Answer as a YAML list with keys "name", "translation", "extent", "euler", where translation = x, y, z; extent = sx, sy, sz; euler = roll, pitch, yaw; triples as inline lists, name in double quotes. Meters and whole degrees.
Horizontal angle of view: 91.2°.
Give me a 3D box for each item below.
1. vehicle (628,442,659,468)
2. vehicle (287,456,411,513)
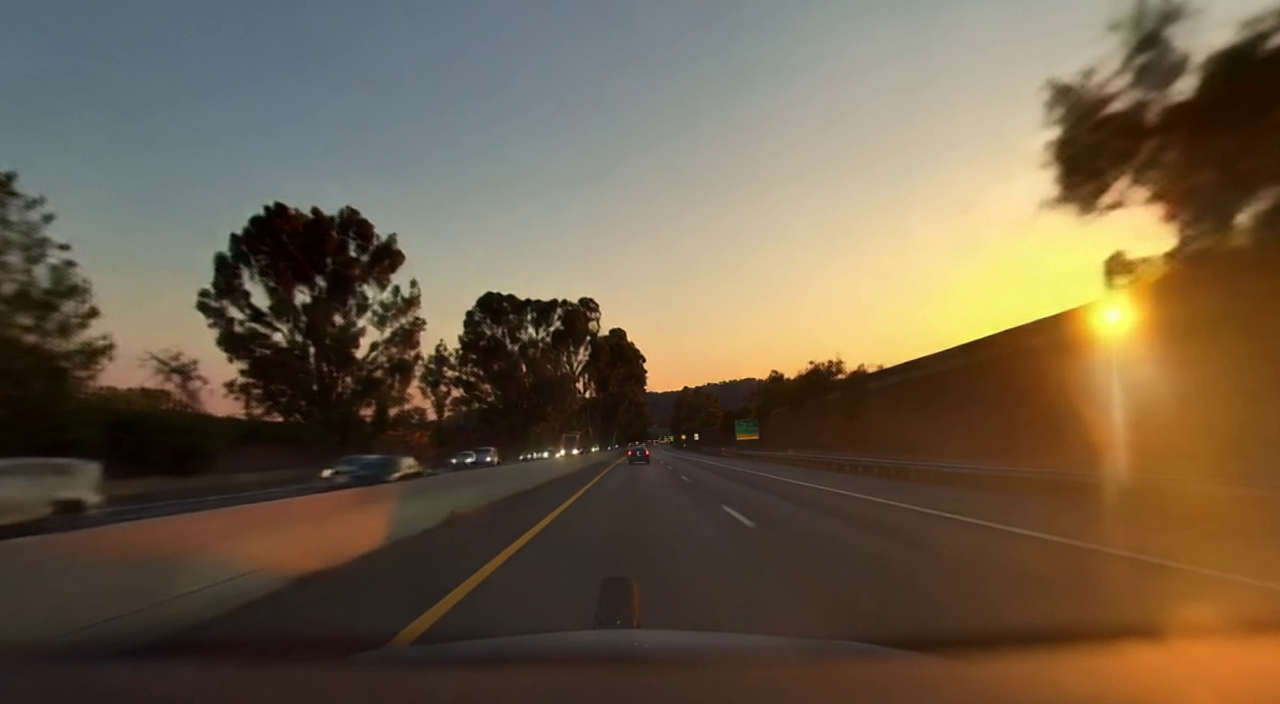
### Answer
- name: "vehicle"
  translation: [0.252, 7.297, 44.465]
  extent: [2.098, 1.692, 4.038]
  euler: [0, -9, 0]
- name: "vehicle"
  translation: [-8.776, 4.002, 19.332]
  extent: [1.919, 1.491, 3.932]
  euler: [0, -9, 0]
